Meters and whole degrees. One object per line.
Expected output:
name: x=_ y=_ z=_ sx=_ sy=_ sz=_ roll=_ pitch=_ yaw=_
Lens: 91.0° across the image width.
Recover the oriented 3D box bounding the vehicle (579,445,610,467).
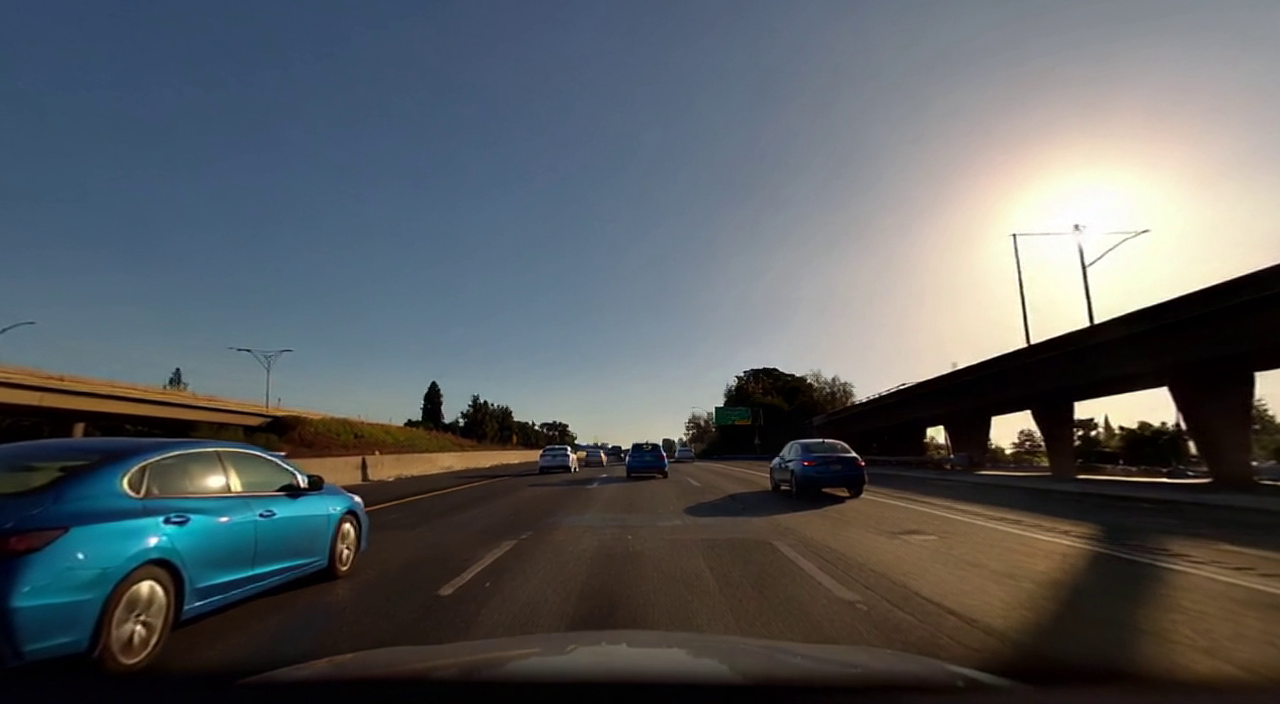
vehicle: x=-3.344 y=7.714 z=46.878 sx=1.969 sy=1.480 sz=4.077 roll=0 pitch=-9 yaw=1

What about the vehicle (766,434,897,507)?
vehicle: x=4.882 y=3.073 z=16.803 sx=2.055 sy=1.656 sz=4.370 roll=0 pitch=-9 yaw=-1

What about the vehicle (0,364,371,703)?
vehicle: x=-3.900 y=1.093 z=4.217 sx=2.160 sy=1.639 sz=4.431 roll=0 pitch=-9 yaw=1

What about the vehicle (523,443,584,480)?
vehicle: x=-3.756 y=4.838 z=28.113 sx=2.031 sy=1.491 sz=4.145 roll=0 pitch=-9 yaw=1

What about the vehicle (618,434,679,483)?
vehicle: x=0.314 y=4.141 z=24.695 sx=2.202 sy=1.748 sz=4.158 roll=0 pitch=-8 yaw=0
